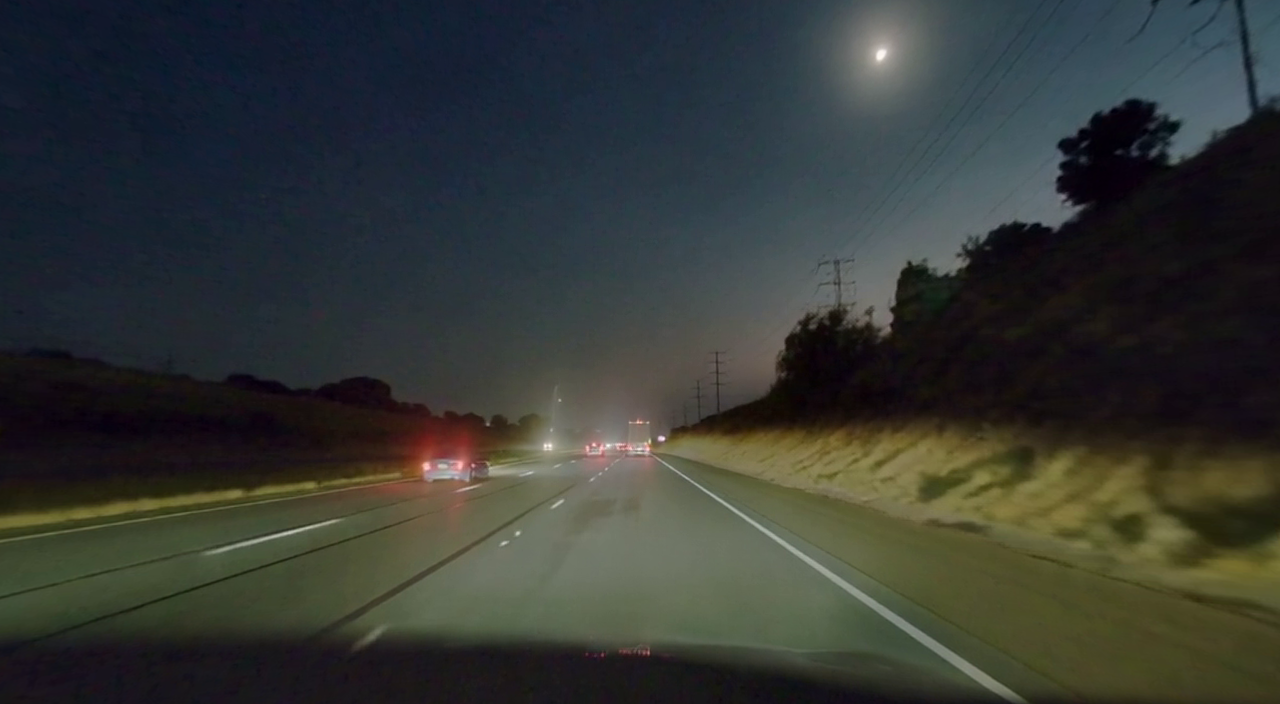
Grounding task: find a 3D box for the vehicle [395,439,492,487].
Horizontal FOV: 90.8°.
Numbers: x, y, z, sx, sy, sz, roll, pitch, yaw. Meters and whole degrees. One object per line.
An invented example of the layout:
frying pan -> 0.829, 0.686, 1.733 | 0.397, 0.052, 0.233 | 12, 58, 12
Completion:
vehicle -> -7.062, 4.039, 23.221 | 2.066, 1.558, 4.607 | 0, -9, 0
